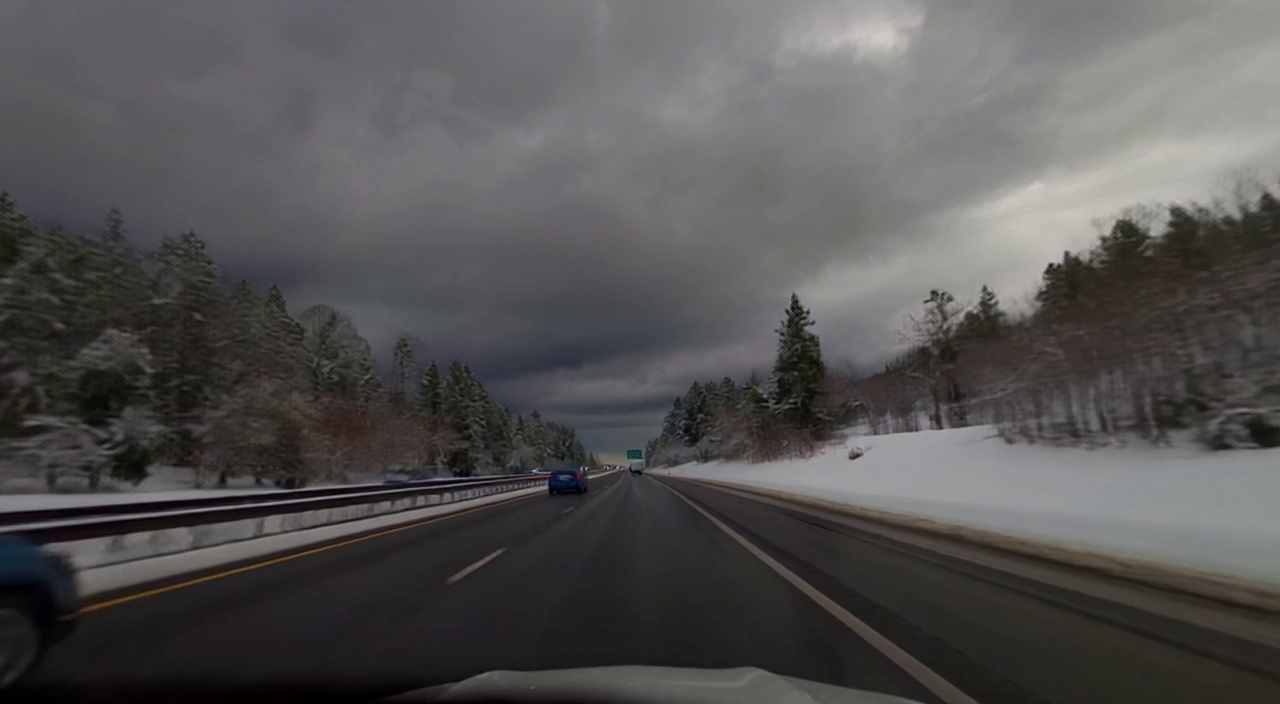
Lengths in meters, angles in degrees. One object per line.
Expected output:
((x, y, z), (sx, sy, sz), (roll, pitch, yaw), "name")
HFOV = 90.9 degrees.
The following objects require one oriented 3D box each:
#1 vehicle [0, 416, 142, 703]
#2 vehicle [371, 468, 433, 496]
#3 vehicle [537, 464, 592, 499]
((-4.293, 0.808, 1.721), (2.040, 1.525, 4.603), (1, -11, 0), "vehicle")
((-13.735, 7.501, 36.580), (1.839, 1.478, 4.425), (1, -11, 0), "vehicle")
((-3.552, 6.244, 30.599), (2.006, 1.516, 4.820), (1, -11, 0), "vehicle")
